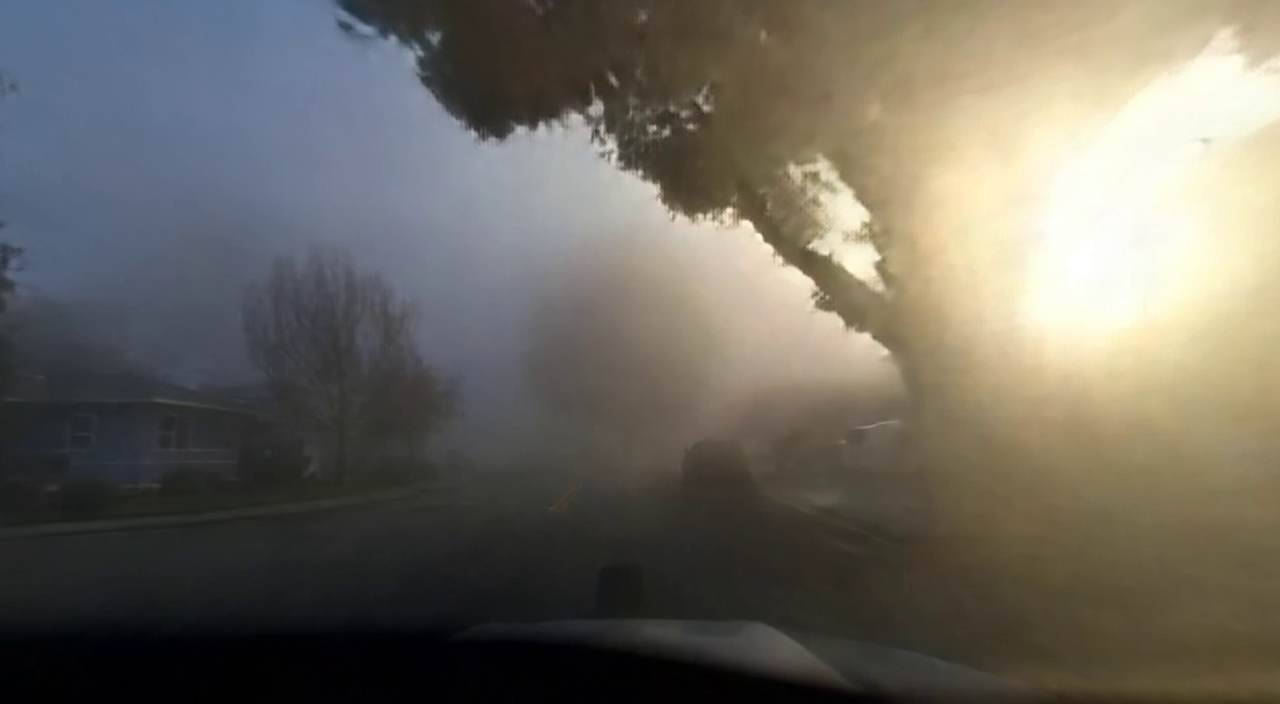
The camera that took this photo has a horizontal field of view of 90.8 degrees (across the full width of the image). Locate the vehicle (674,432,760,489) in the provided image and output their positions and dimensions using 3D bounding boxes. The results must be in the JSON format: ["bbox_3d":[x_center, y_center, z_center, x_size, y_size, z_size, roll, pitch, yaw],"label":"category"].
[{"bbox_3d":[2.798,4.121,24.351,2.214,1.962,4.733,1,-9,-6],"label":"vehicle"}]

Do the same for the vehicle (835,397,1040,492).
[{"bbox_3d":[8.663,2.731,18.784,4.801,2.139,2.164,-6,-8,-2],"label":"vehicle"}]

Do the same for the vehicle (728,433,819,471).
[{"bbox_3d":[7.594,5.755,36.324,4.666,1.655,2.169,-6,-9,1],"label":"vehicle"}]
